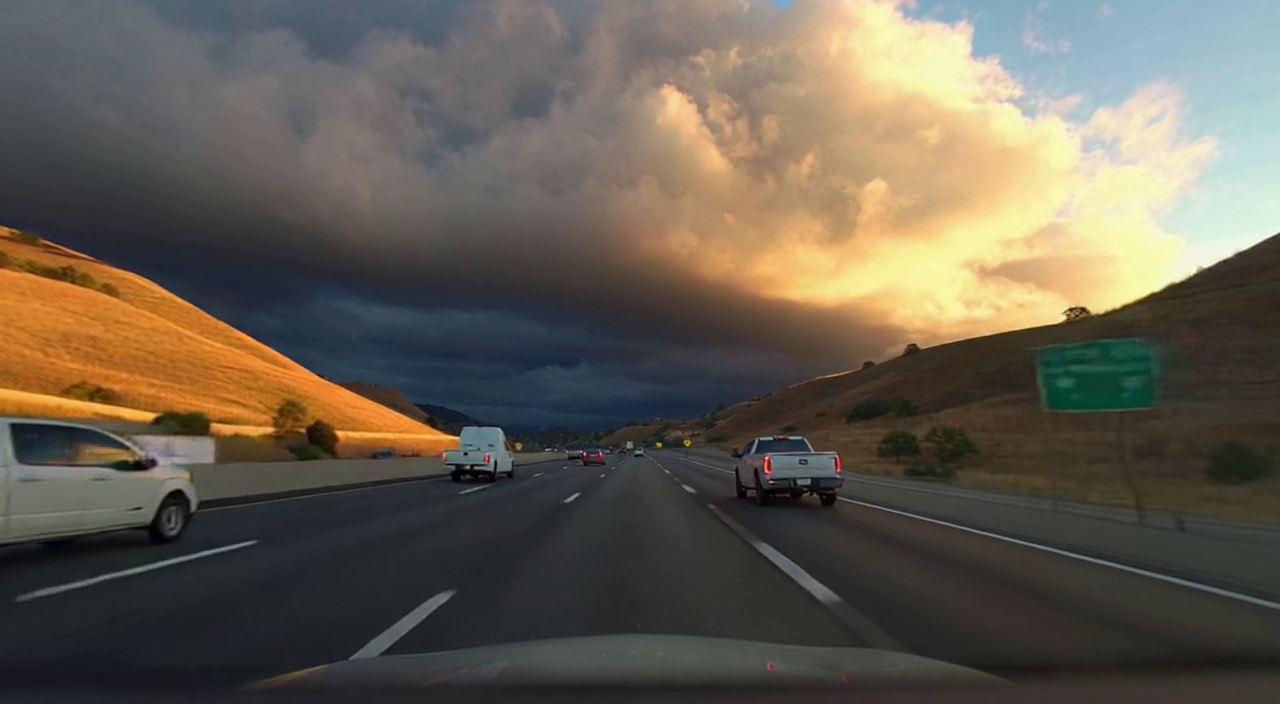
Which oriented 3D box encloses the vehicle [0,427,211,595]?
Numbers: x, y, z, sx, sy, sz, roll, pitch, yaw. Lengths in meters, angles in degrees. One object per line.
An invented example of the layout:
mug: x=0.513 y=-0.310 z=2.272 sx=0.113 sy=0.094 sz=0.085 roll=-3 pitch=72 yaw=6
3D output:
vehicle: x=-6.941 y=1.543 z=6.252 sx=1.935 sy=1.550 sz=4.883 roll=0 pitch=-9 yaw=0

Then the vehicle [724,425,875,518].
vehicle: x=3.422 y=2.690 z=14.659 sx=2.231 sy=1.789 sz=4.700 roll=0 pitch=-9 yaw=0

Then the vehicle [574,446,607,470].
vehicle: x=-3.414 y=7.385 z=44.189 sx=2.009 sy=1.593 sz=4.378 roll=0 pitch=-9 yaw=-1

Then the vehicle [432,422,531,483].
vehicle: x=-7.207 y=4.740 z=29.798 sx=2.937 sy=2.509 sz=7.090 roll=0 pitch=-9 yaw=-1
